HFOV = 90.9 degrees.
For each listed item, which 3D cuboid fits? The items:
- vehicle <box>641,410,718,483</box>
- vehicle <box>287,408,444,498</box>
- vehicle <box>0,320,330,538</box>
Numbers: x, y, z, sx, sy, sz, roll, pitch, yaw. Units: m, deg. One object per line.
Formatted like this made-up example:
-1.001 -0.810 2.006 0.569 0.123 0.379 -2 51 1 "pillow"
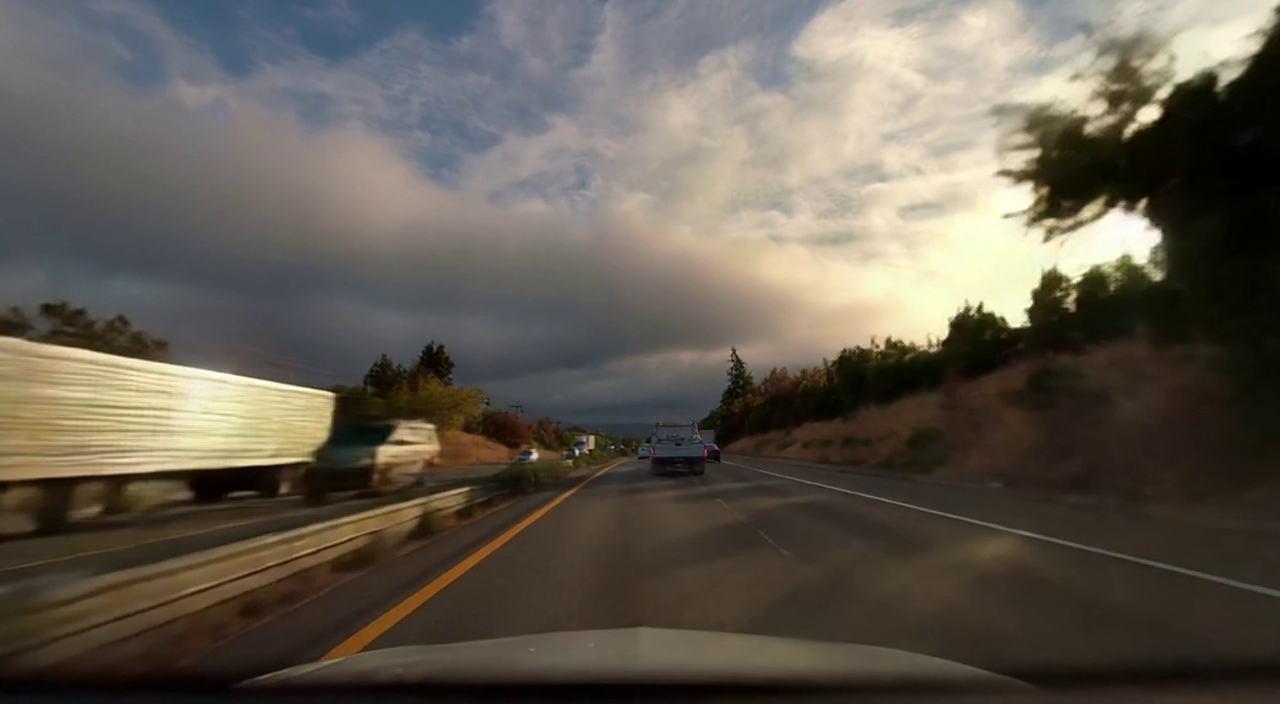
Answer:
1.369 3.652 24.377 2.423 2.517 5.055 0 -9 -3 "vehicle"
-9.144 3.481 22.010 2.357 2.623 6.876 0 -9 0 "vehicle"
-13.504 2.289 17.365 2.871 4.062 13.910 0 -9 0 "vehicle"
